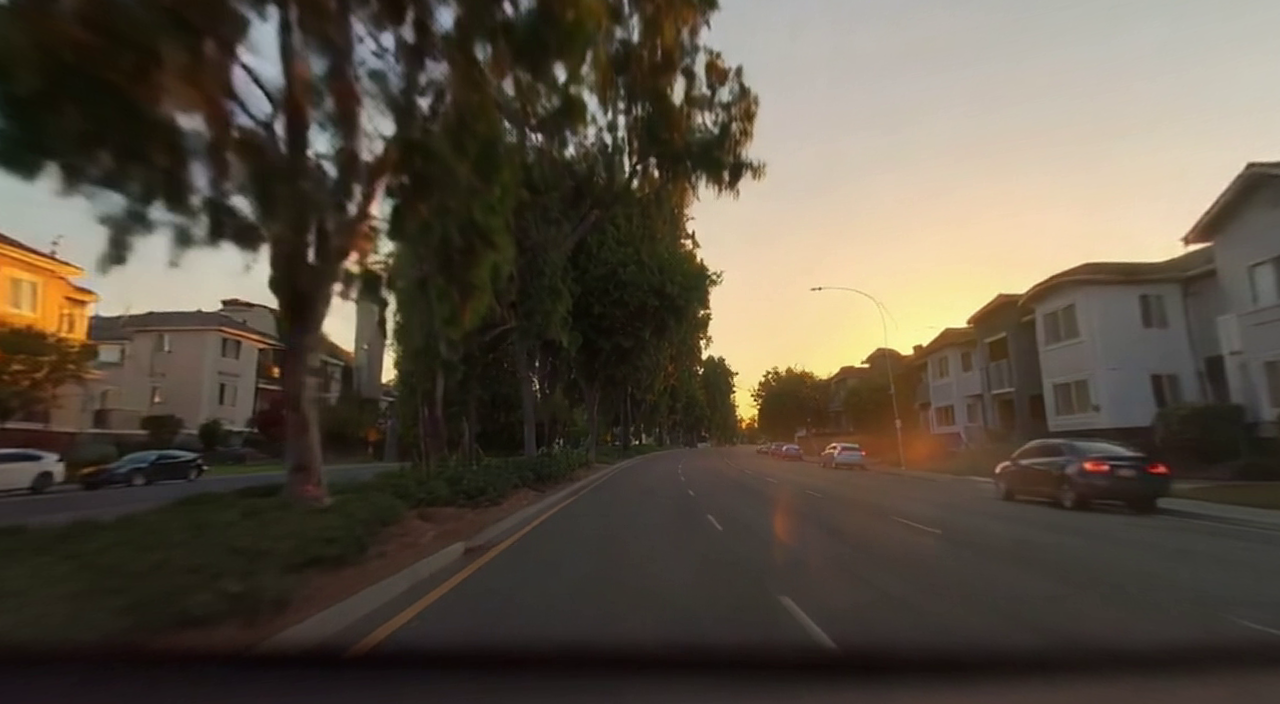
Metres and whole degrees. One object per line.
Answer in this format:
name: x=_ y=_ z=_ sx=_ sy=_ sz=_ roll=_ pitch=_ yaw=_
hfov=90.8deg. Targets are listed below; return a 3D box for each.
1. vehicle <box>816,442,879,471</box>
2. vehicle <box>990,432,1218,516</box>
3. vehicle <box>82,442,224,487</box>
vehicle: x=11.166 y=5.650 z=34.299 sx=1.897 sy=1.455 sz=4.586 roll=0 pitch=-8 yaw=1
vehicle: x=10.350 y=2.722 z=14.672 sx=1.992 sy=1.615 sz=4.460 roll=0 pitch=-8 yaw=2
vehicle: x=-18.799 y=4.402 z=24.716 sx=2.003 sy=1.505 sz=4.332 roll=-2 pitch=-10 yaw=2
